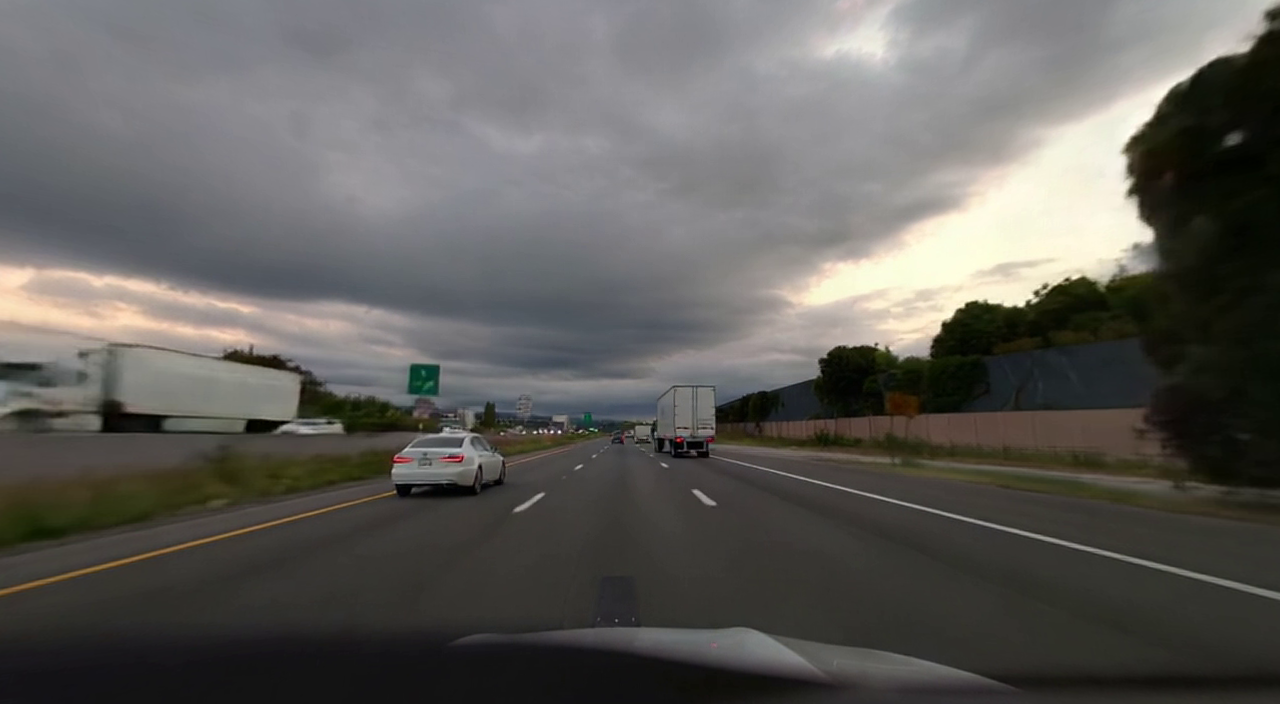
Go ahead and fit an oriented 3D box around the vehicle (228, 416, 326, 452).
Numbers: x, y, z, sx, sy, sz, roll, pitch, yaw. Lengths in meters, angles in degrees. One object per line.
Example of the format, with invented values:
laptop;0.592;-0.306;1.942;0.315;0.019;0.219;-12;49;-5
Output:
vehicle;-16.528;3.770;28.983;1.890;1.477;4.467;0;-8;-1

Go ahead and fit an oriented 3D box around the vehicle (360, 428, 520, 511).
vehicle;-3.941;2.360;13.316;1.971;1.444;4.401;0;-8;-1

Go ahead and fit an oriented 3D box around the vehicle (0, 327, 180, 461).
vehicle;-19.412;1.571;21.215;3.132;3.870;5.926;1;-8;0

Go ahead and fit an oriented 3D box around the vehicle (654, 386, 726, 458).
vehicle;3.009;4.875;42.833;3.241;4.042;14.292;0;-7;-2
